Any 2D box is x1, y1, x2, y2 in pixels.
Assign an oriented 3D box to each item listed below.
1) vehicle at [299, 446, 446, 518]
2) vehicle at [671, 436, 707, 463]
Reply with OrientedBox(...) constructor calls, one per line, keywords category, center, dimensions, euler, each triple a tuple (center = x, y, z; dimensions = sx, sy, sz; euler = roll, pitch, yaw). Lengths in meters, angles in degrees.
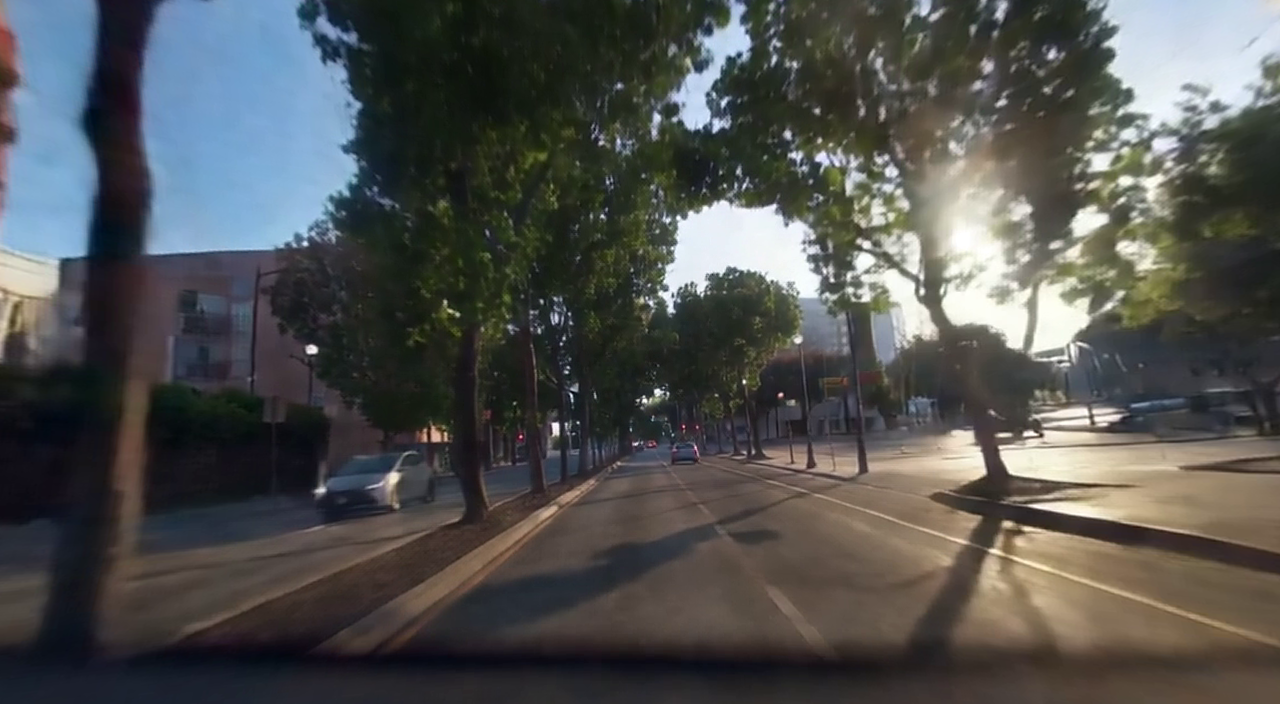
OrientedBox(category="vehicle", center=(-7.195, 3.500, 17.602), dimensions=(2.031, 1.723, 4.566), euler=(0, -8, 1))
OrientedBox(category="vehicle", center=(3.286, 6.611, 42.859), dimensions=(2.129, 1.719, 4.205), euler=(0, -8, 0))
